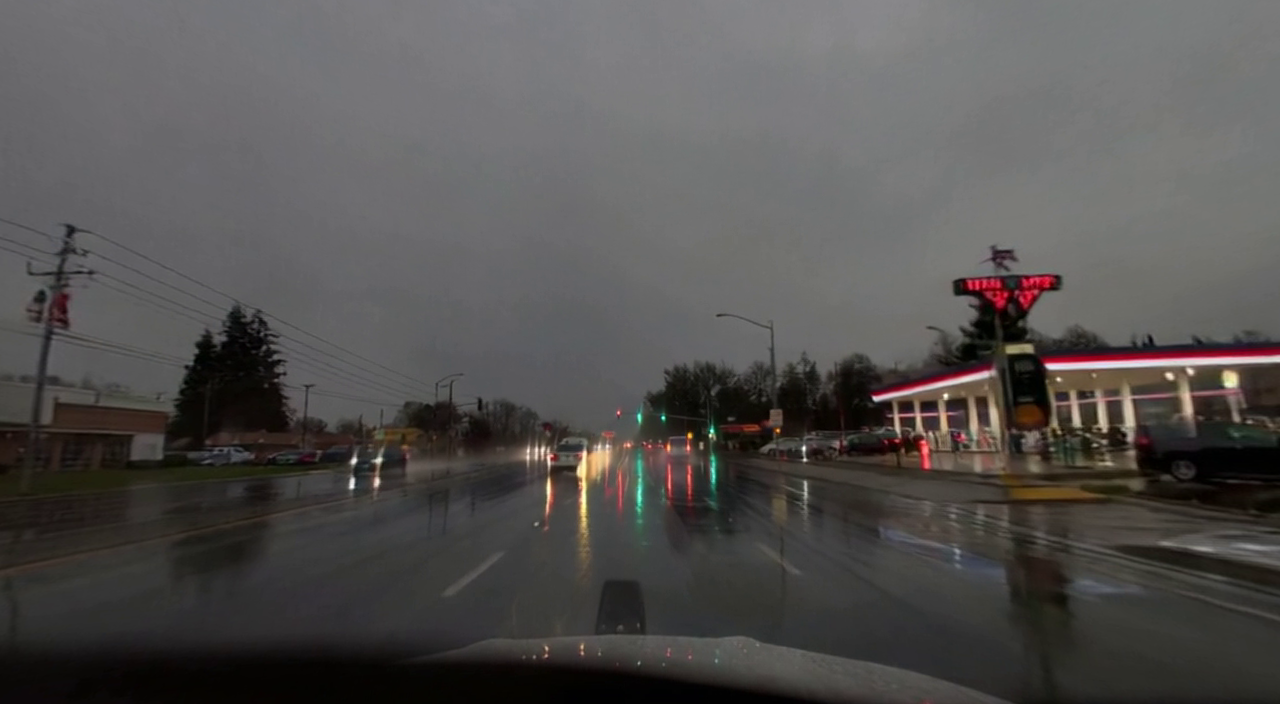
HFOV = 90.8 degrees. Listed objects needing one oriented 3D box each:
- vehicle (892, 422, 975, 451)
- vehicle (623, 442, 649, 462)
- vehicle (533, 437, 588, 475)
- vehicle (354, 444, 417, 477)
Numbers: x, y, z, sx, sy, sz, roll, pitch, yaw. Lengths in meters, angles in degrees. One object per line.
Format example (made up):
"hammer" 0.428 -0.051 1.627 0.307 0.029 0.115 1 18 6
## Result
"vehicle" 23.032 6.665 49.743 5.314 2.134 2.261 0 -8 1
"vehicle" -0.365 7.892 49.909 1.976 1.509 3.647 0 -8 -2
"vehicle" -3.739 5.001 30.537 2.040 1.661 4.573 0 -8 0
"vehicle" -14.790 6.320 36.968 1.891 1.670 4.333 -4 -8 0
